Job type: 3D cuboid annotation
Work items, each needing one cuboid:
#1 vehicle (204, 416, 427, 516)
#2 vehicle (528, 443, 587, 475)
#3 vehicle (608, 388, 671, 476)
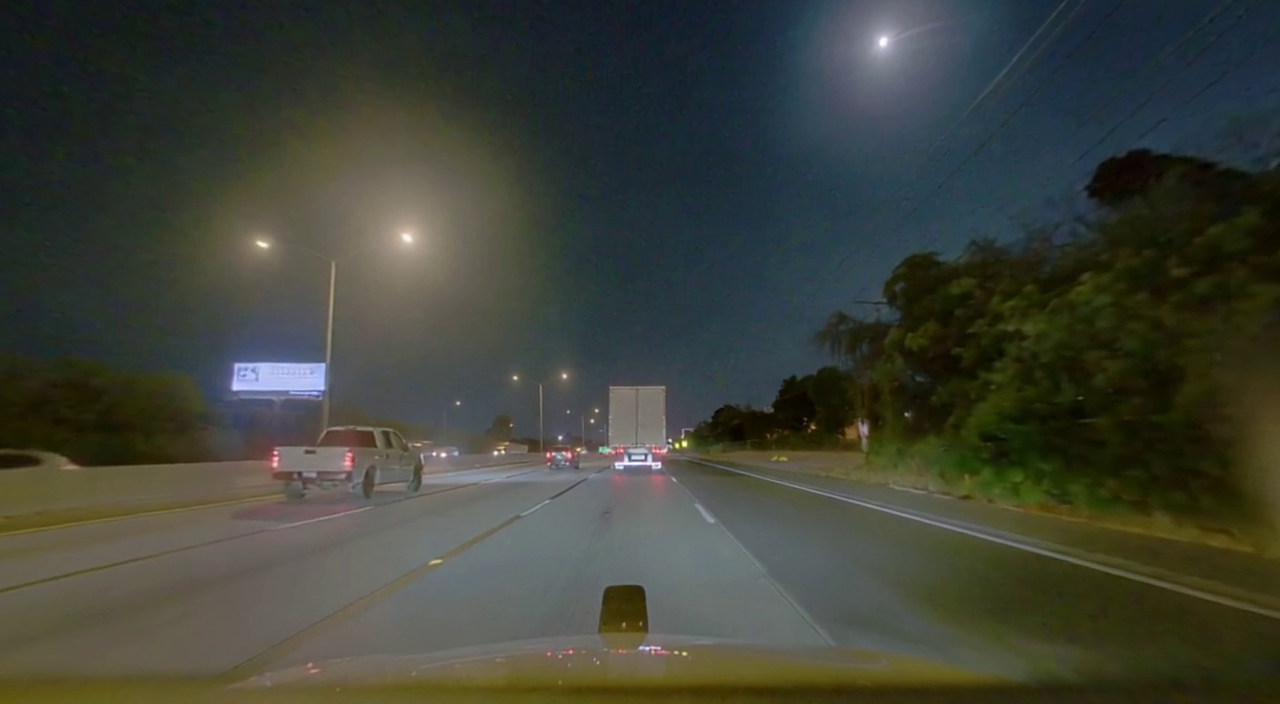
[{"bbox_3d":[-7.350,2.651,15.307,2.263,1.936,5.802,0,-8,1],"label":"vehicle"},{"bbox_3d":[-4.013,5.309,31.546,2.138,1.469,4.677,0,-8,2],"label":"vehicle"},{"bbox_3d":[0.022,4.459,34.419,2.879,4.027,11.243,0,-8,1],"label":"vehicle"}]
